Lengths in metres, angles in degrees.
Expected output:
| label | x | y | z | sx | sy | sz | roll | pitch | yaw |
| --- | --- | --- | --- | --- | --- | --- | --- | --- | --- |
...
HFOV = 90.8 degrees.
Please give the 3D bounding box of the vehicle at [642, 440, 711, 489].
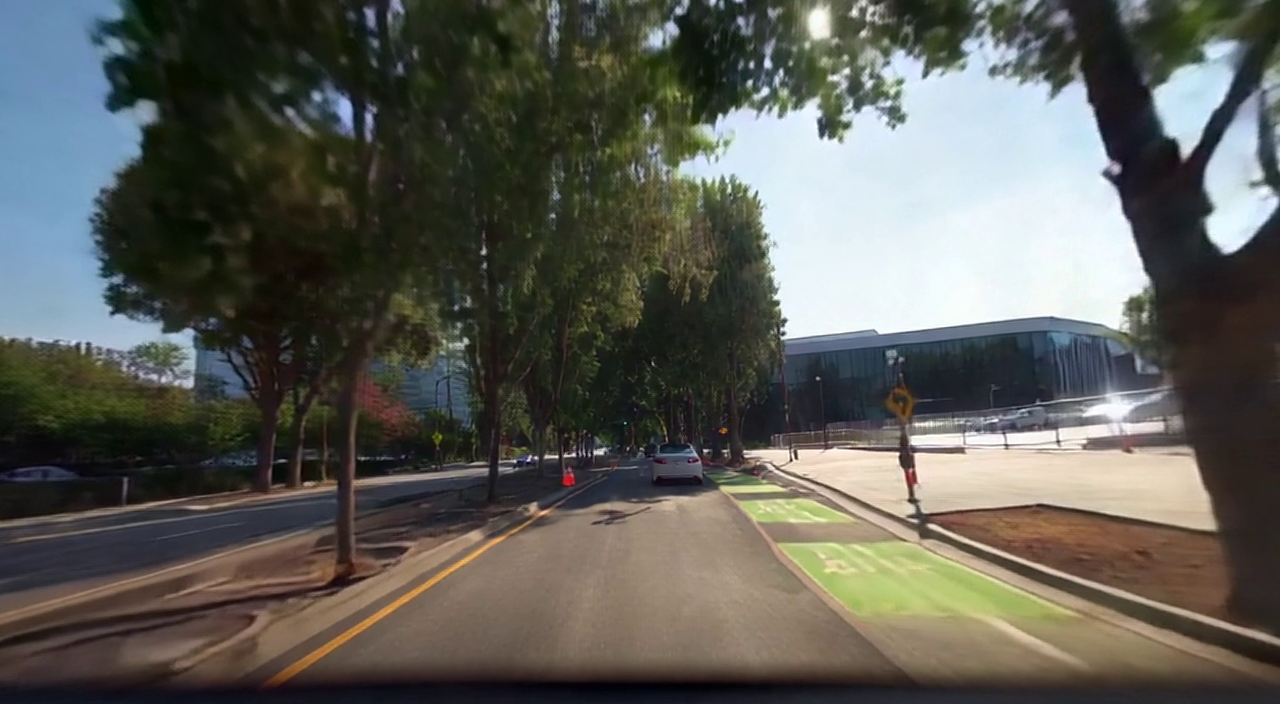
| label | x | y | z | sx | sy | sz | roll | pitch | yaw |
| --- | --- | --- | --- | --- | --- | --- | --- | --- | --- |
| vehicle | 1.191 | 3.862 | 21.976 | 2.114 | 1.493 | 4.430 | 0 | -9 | 1 |
